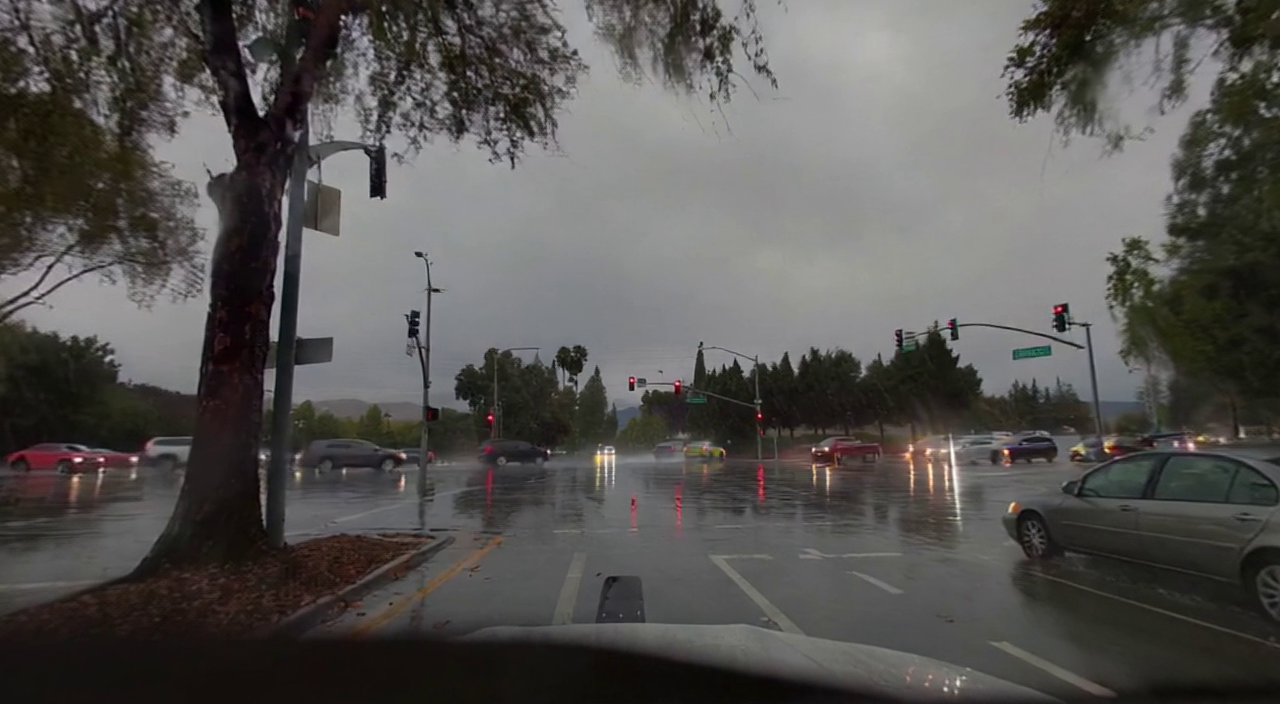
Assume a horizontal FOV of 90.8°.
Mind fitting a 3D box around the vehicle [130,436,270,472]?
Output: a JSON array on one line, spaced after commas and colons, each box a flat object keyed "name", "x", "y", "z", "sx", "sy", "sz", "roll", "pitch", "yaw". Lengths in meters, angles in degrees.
[{"name": "vehicle", "x": -19.546, "y": 4.553, "z": 28.356, "sx": 4.709, "sy": 1.514, "sz": 1.985, "roll": 3, "pitch": -9, "yaw": -21}]

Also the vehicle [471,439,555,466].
[{"name": "vehicle", "x": -7.500, "y": 5.942, "z": 37.541, "sx": 1.891, "sy": 1.472, "sz": 4.580, "roll": -8, "pitch": -12, "yaw": 44}]

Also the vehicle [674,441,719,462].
[{"name": "vehicle", "x": 4.287, "y": 7.489, "z": 47.488, "sx": 1.935, "sy": 1.476, "sz": 4.849, "roll": -4, "pitch": -9, "yaw": 23}]

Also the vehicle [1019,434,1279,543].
[{"name": "vehicle", "x": 9.299, "y": 2.336, "z": 11.450, "sx": 1.993, "sy": 1.505, "sz": 4.721, "roll": 3, "pitch": -9, "yaw": 0}]

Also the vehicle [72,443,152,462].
[{"name": "vehicle", "x": -40.542, "y": 7.725, "z": 48.593, "sx": 4.345, "sy": 1.426, "sz": 1.722, "roll": 2, "pitch": -9, "yaw": -8}]

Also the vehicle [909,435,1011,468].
[{"name": "vehicle", "x": 16.562, "y": 5.150, "z": 32.955, "sx": 2.001, "sy": 1.561, "sz": 4.481, "roll": 3, "pitch": -9, "yaw": -22}]

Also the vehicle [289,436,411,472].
[{"name": "vehicle", "x": -12.767, "y": 4.508, "z": 28.047, "sx": 4.671, "sy": 1.465, "sz": 1.934, "roll": 4, "pitch": -9, "yaw": -24}]
